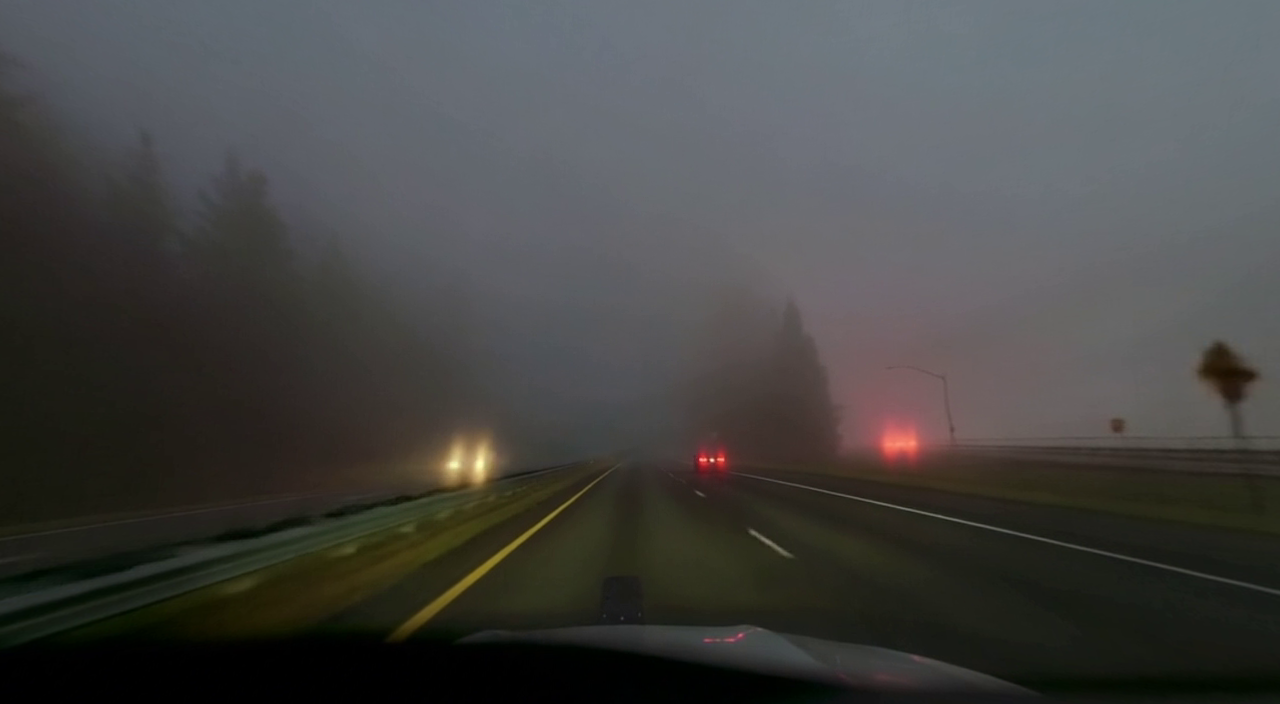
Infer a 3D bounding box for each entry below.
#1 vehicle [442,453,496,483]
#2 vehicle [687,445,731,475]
[{"bbox_3d":[-9.894,6.693,36.774,1.887,1.603,4.509,0,-9,0],"label":"vehicle"},{"bbox_3d":[3.909,6.241,36.612,2.013,1.584,3.995,0,-9,-1],"label":"vehicle"}]
